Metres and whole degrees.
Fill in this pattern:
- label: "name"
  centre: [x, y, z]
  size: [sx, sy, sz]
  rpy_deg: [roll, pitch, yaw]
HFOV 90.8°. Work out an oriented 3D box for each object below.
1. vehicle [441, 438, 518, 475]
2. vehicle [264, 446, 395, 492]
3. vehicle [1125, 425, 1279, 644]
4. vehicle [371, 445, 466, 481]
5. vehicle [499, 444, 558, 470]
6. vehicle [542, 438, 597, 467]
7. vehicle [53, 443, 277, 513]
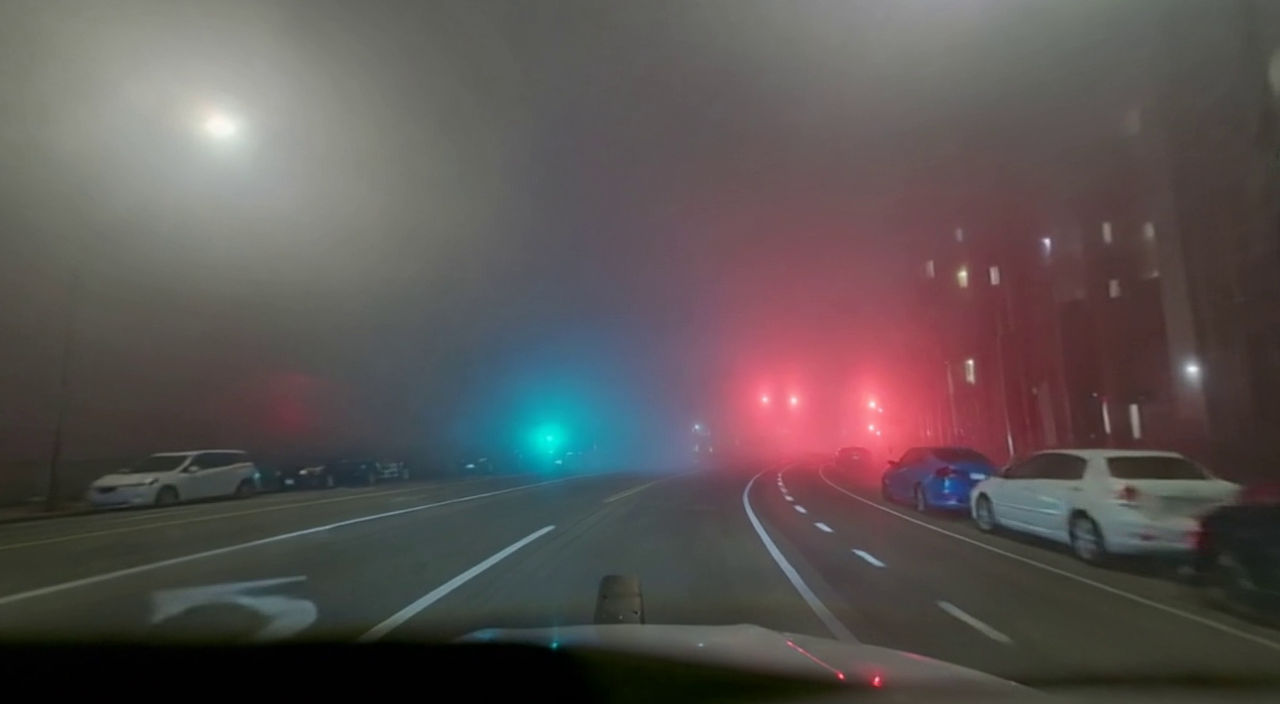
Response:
- label: "vehicle"
  centre: [-8.368, 5.487, 33.458]
  size: [1.933, 1.759, 5.002]
  rpy_deg: [-2, -9, 11]
- label: "vehicle"
  centre: [-10.883, 4.098, 22.583]
  size: [1.841, 1.444, 4.554]
  rpy_deg: [-1, -9, 9]
- label: "vehicle"
  centre: [5.356, 1.123, 3.399]
  size: [1.977, 1.497, 4.680]
  rpy_deg: [0, -8, 4]
- label: "vehicle"
  centre: [-9.771, 4.929, 28.366]
  size: [1.811, 1.459, 4.702]
  rpy_deg: [-2, -9, 12]
- label: "vehicle"
  centre: [-6.786, 6.455, 39.056]
  size: [1.830, 1.497, 4.436]
  rpy_deg: [-2, -9, 16]
- label: "vehicle"
  centre: [-4.890, 7.068, 44.647]
  size: [2.083, 1.882, 4.642]
  rpy_deg: [-2, -9, 17]
- label: "vehicle"
  centre: [-11.716, 3.089, 16.087]
  size: [1.882, 1.508, 4.476]
  rpy_deg: [-1, -8, 7]
